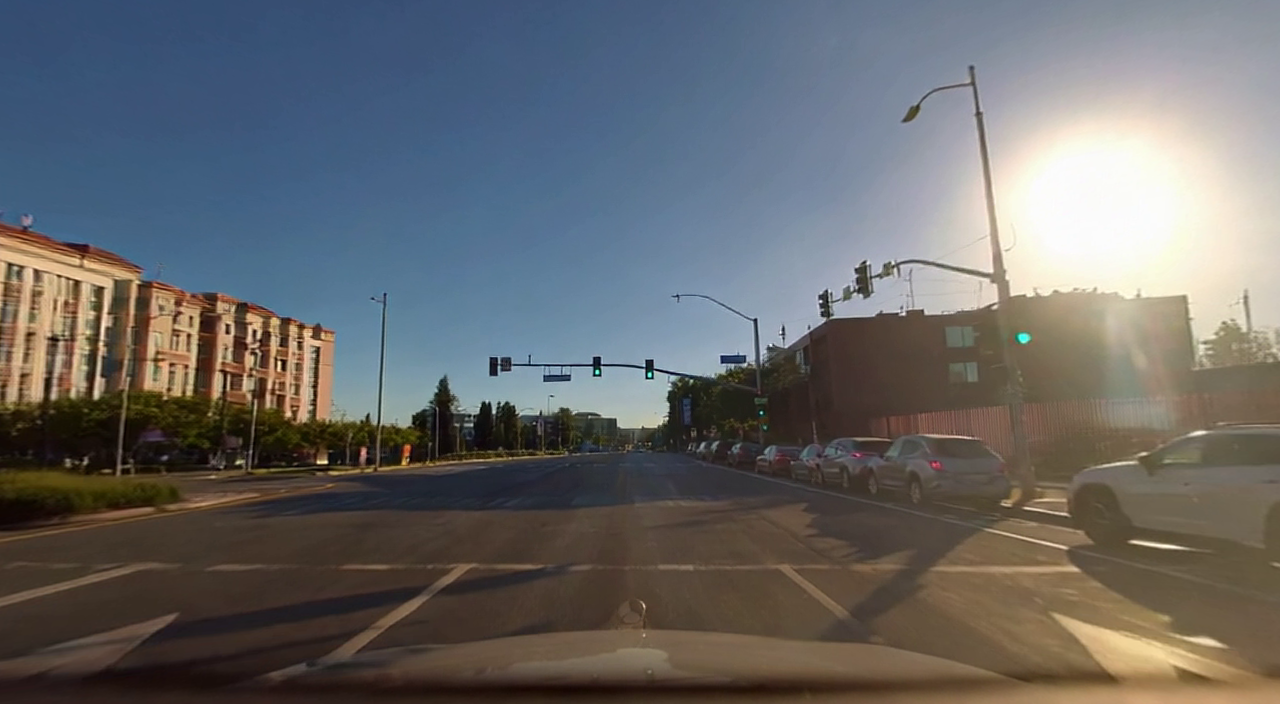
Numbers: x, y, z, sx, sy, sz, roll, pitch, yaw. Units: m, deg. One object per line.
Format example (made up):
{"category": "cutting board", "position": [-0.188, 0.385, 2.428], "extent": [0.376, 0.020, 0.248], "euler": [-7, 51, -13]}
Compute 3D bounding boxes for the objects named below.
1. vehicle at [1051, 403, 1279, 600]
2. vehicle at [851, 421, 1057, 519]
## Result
{"category": "vehicle", "position": [6.476, 1.370, 5.953], "extent": [1.973, 1.674, 4.635], "euler": [0, -9, 0]}
{"category": "vehicle", "position": [6.522, 2.505, 13.825], "extent": [1.984, 1.751, 4.759], "euler": [0, -9, -1]}
